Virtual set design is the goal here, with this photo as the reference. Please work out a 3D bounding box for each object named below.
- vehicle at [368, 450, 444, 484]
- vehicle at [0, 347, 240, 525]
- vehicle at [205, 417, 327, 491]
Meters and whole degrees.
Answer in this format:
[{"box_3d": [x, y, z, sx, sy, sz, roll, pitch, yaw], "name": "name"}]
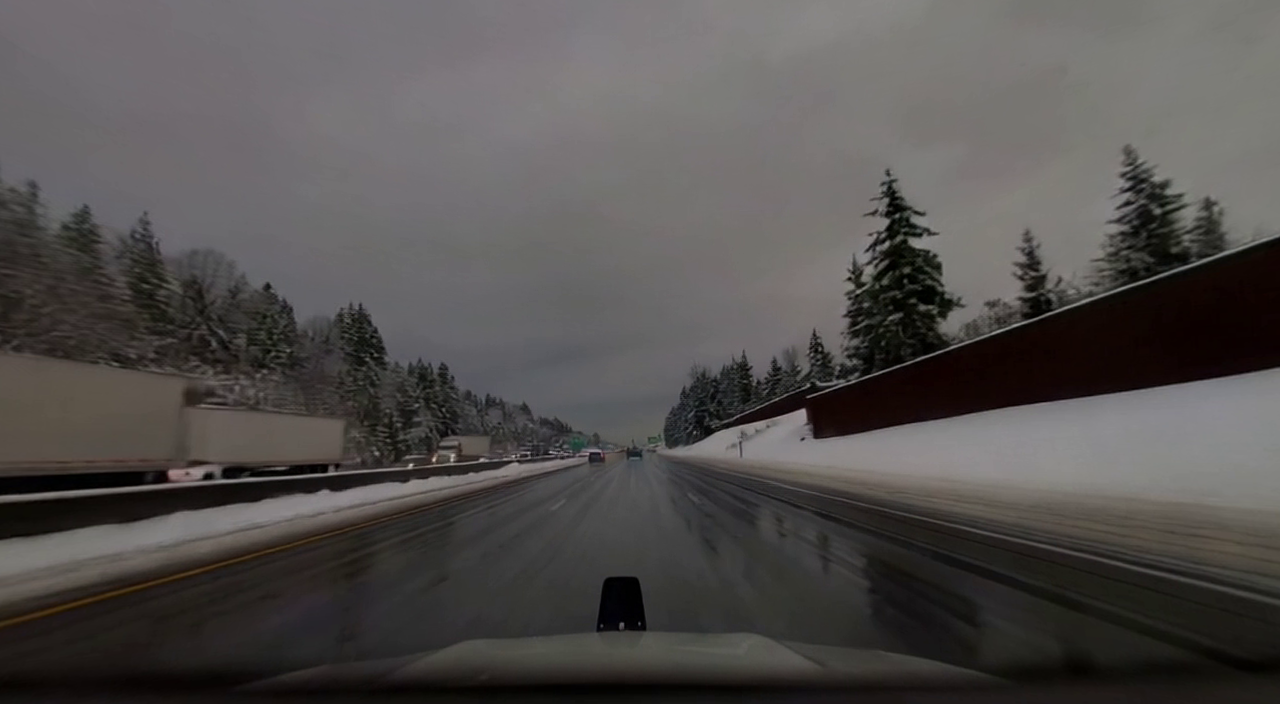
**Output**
[{"box_3d": [-11.310, 5.584, 30.799, 2.078, 1.522, 4.275, 0, -9, 0], "name": "vehicle"}, {"box_3d": [-16.233, 2.145, 15.873, 2.888, 4.057, 14.334, 0, -9, 0], "name": "vehicle"}, {"box_3d": [-20.012, 5.522, 34.249, 2.891, 3.645, 6.006, 0, -9, -2], "name": "vehicle"}]
